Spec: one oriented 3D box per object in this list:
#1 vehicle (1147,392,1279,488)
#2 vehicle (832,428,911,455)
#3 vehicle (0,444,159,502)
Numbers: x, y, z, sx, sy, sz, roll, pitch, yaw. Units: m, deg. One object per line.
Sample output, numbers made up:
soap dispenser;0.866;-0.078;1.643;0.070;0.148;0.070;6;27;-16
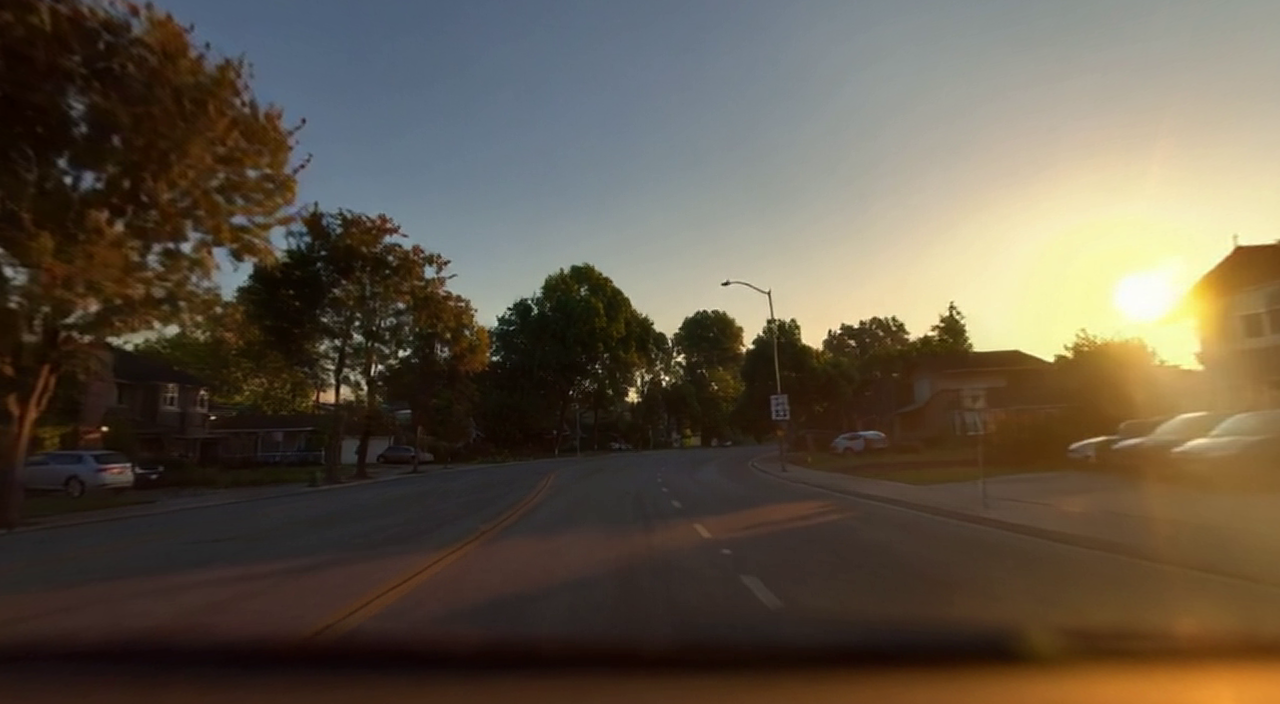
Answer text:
vehicle;14.347;1.744;13.485;4.730;1.808;2.199;-7;-10;14
vehicle;15.539;6.058;42.557;4.766;1.789;1.939;-2;-9;15
vehicle;-20.049;4.118;21.716;4.879;1.854;2.265;1;-9;-6
